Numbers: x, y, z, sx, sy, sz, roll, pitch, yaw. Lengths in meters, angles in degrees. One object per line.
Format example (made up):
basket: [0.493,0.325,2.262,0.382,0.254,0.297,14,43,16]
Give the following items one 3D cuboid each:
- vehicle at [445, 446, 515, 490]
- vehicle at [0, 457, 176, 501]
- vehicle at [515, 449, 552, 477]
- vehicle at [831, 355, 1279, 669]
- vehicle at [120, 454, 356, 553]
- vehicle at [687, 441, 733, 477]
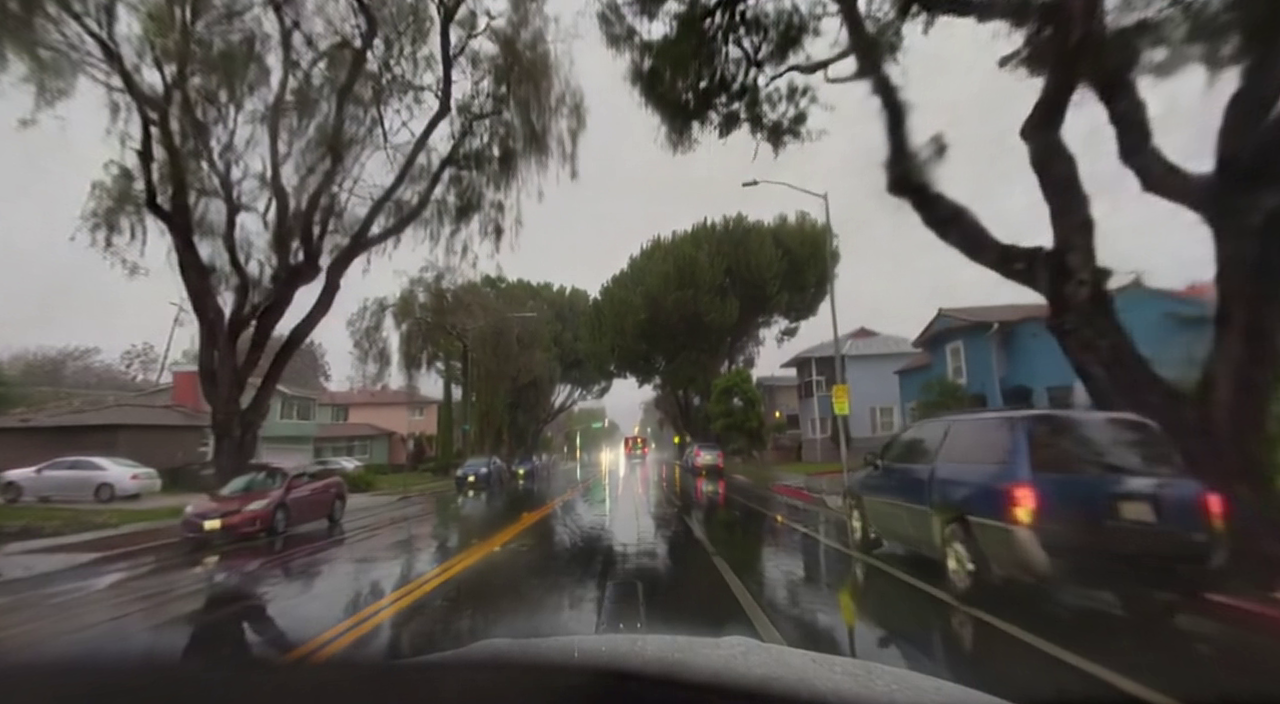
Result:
vehicle: [-8.181,5.927,32.853,2.094,1.840,5.450,-7,-8,-1]
vehicle: [-20.167,4.594,23.083,4.721,1.463,2.275,-1,-9,5]
vehicle: [-7.985,8.285,47.555,1.898,1.755,4.603,-5,-8,-1]
vehicle: [3.726,1.385,6.554,2.131,1.995,4.626,3,-8,1]
vehicle: [-8.265,3.099,13.729,1.921,1.494,4.884,-4,-8,1]
vehicle: [4.090,6.298,37.488,2.060,1.833,4.927,4,-9,0]
